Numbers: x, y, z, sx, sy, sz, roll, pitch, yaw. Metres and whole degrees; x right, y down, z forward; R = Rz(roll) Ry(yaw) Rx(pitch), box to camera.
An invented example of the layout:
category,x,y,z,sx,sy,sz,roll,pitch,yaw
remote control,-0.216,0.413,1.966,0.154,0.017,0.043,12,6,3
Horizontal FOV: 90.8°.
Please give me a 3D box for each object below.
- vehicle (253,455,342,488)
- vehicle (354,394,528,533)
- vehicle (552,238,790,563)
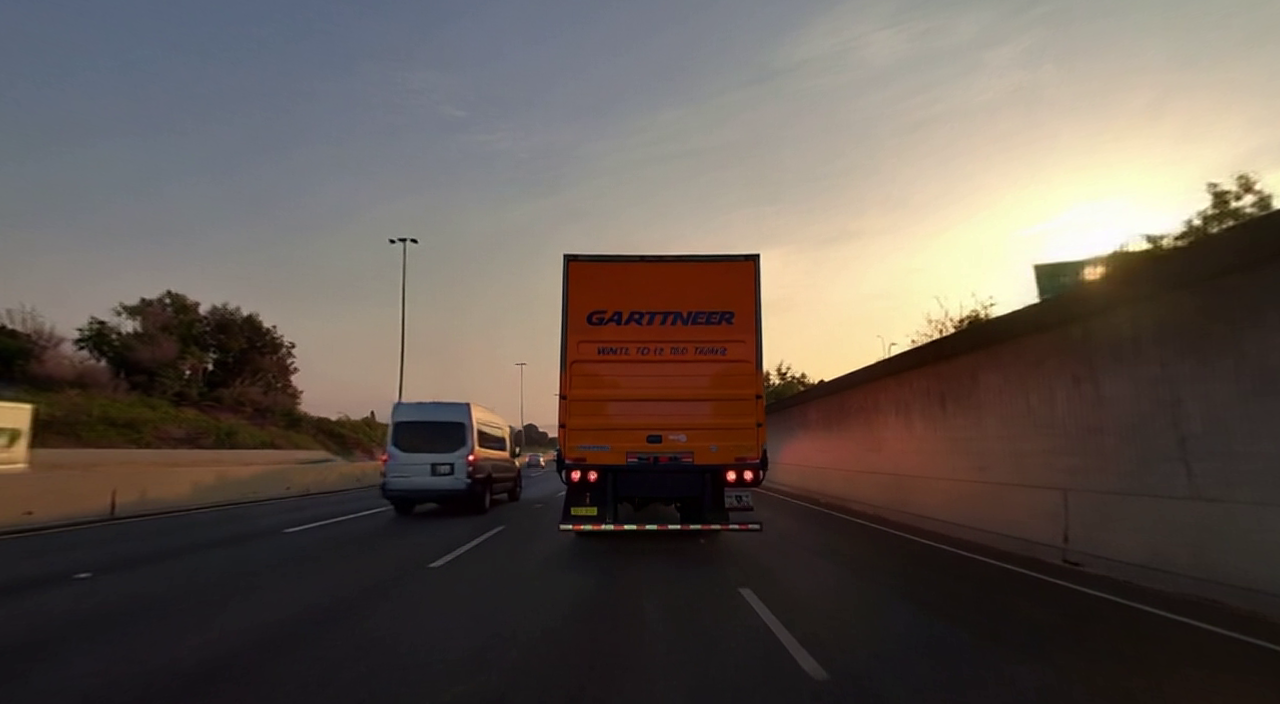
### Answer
category,x,y,z,sx,sy,sz,roll,pitch,yaw
vehicle,-16.753,5.837,31.127,1.885,1.455,4.424,0,-9,0
vehicle,-4.084,2.431,14.174,2.208,2.522,5.187,0,-9,-1
vehicle,0.424,1.358,13.106,2.853,4.054,10.557,0,-9,1
